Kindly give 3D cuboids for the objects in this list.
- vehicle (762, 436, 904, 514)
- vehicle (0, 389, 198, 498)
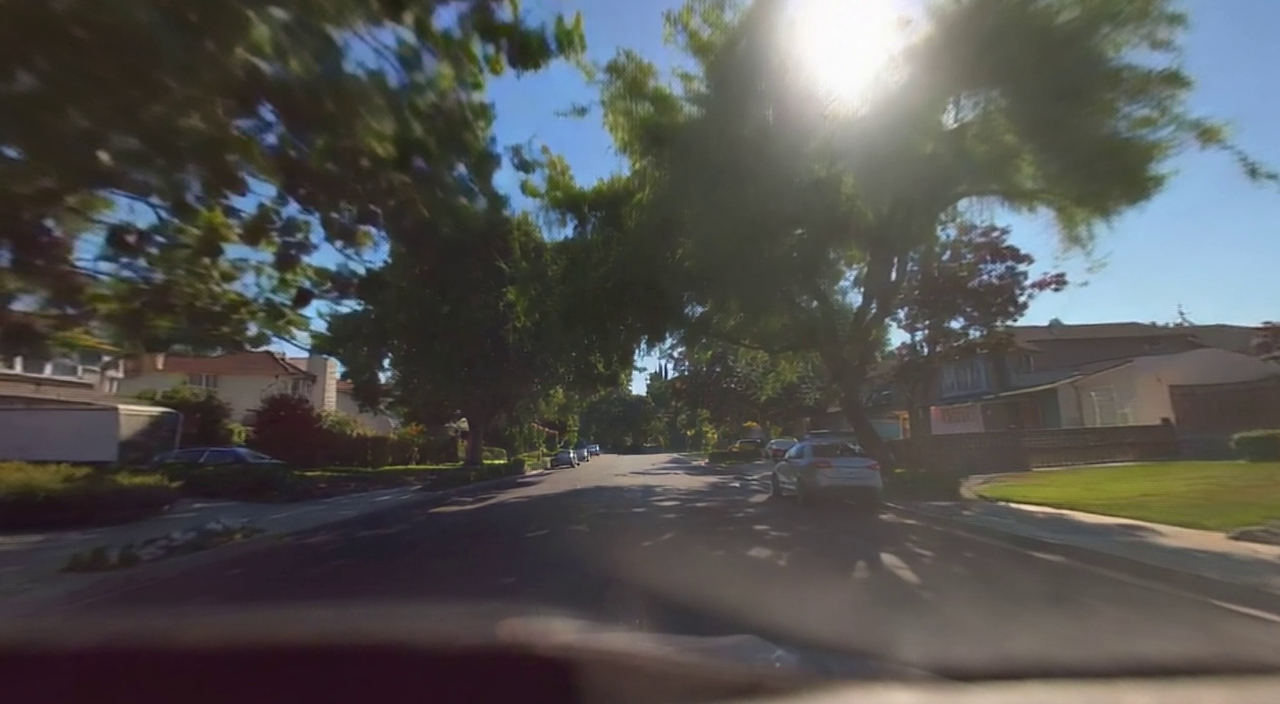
[{"bbox_3d":[4.218,2.747,14.598,2.011,1.521,4.292,-1,-9,1],"label":"vehicle"},{"bbox_3d":[-16.437,2.639,17.710,6.381,2.645,2.703,-4,-9,10],"label":"vehicle"}]
